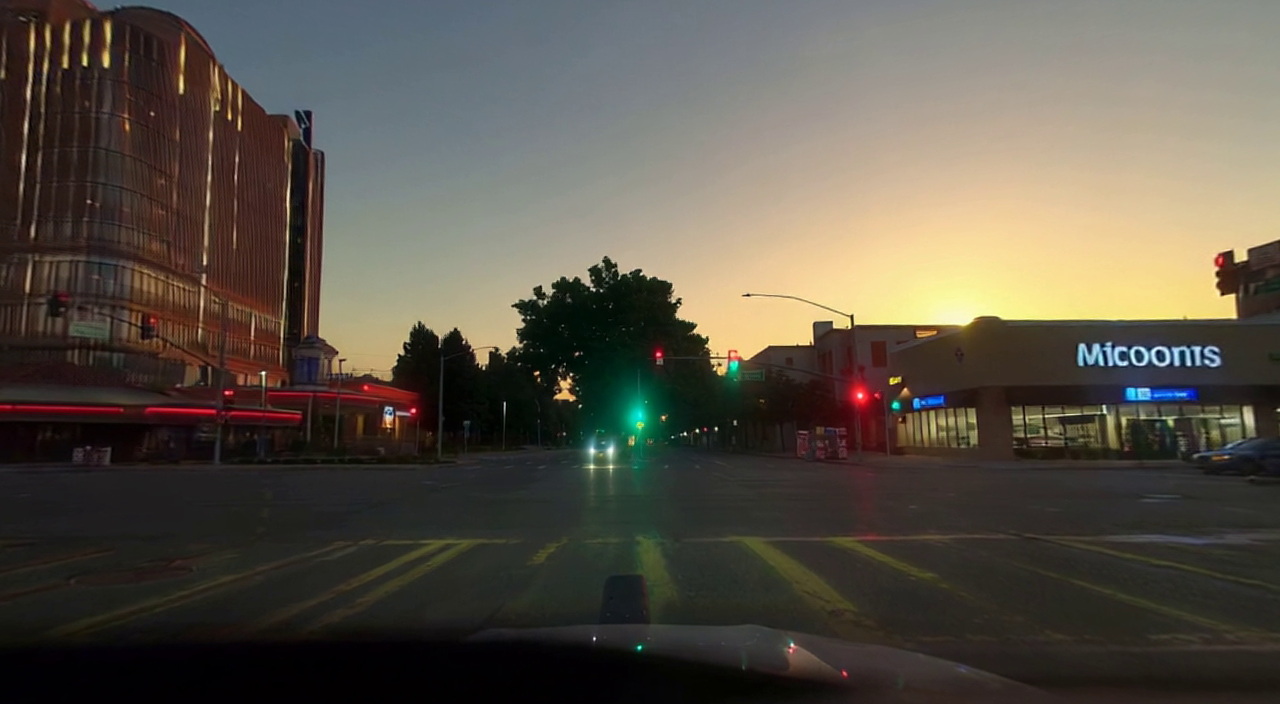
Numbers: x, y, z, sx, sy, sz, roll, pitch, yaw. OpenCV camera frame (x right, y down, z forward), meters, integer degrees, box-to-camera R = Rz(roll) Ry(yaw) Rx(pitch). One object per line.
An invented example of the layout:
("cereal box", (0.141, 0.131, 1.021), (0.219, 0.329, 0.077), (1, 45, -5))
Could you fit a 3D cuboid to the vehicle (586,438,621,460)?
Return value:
("vehicle", (-2.512, 6.783, 44.113), (2.104, 1.468, 4.195), (0, -8, 1))
